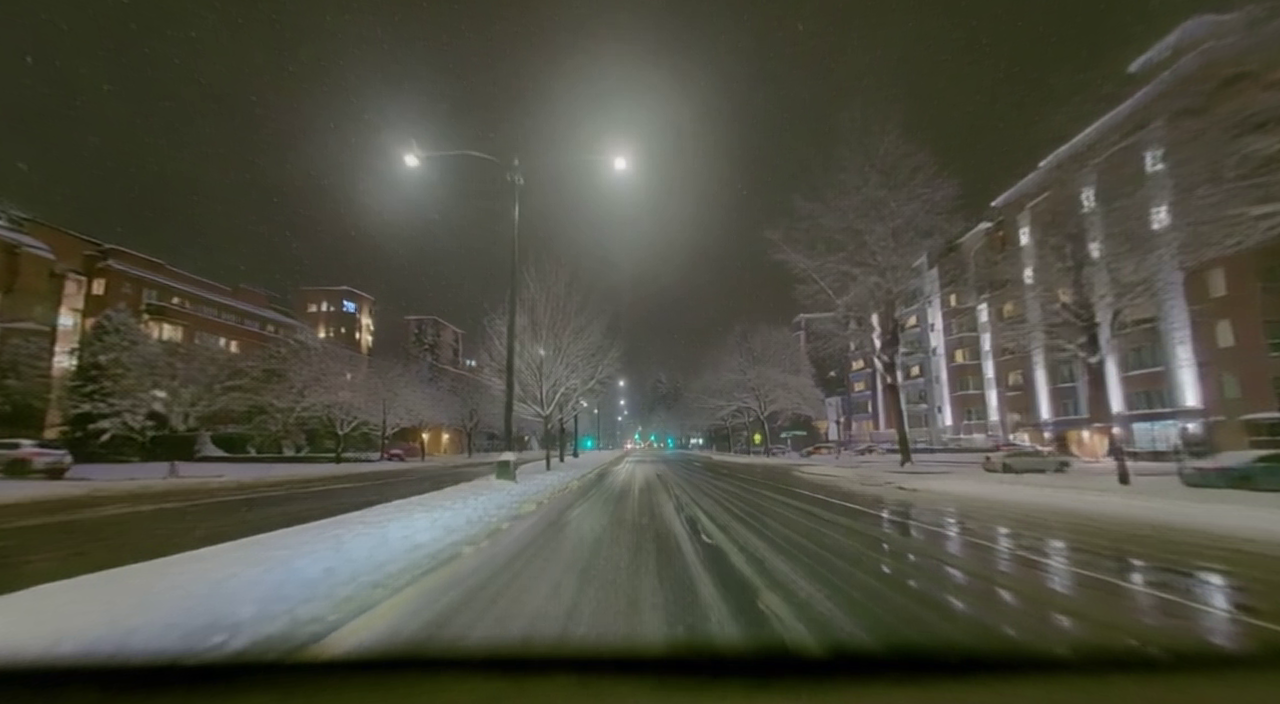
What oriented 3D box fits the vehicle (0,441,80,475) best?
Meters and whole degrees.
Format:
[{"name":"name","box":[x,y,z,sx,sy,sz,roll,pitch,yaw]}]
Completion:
[{"name":"vehicle","box":[-29.890,5.015,29.965,4.693,1.572,1.999,0,-9,0]}]

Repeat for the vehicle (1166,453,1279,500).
[{"name":"vehicle","box":[20.519,4.080,20.946,4.363,1.427,1.963,0,-9,0]}]
